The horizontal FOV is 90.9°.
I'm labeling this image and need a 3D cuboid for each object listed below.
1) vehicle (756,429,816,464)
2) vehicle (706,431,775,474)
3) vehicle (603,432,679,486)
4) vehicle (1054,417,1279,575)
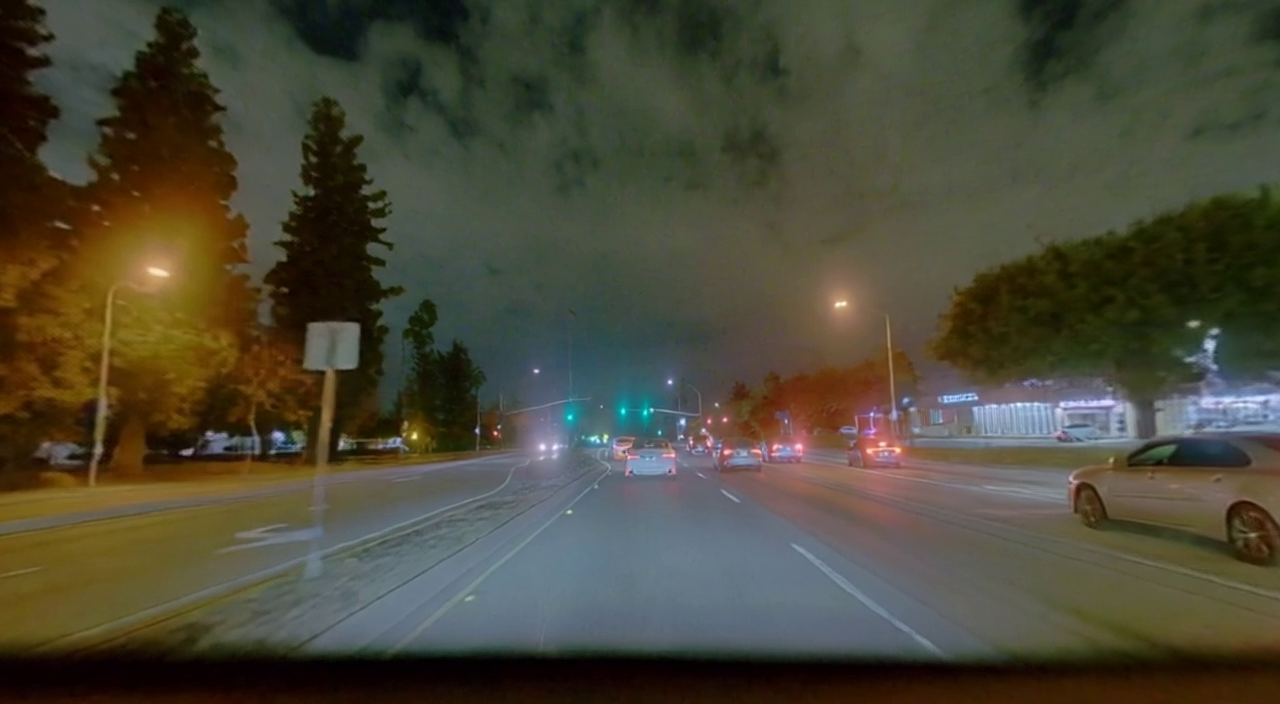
[{"bbox_3d":[7.573,4.941,33.124,2.044,1.701,4.397,0,-8,0],"label":"vehicle"},{"bbox_3d":[3.787,3.875,24.520,1.988,1.528,4.144,0,-8,0],"label":"vehicle"},{"bbox_3d":[0.064,3.215,19.283,2.096,1.473,3.893,0,-8,1],"label":"vehicle"},{"bbox_3d":[7.189,1.561,7.262,1.892,1.515,4.400,0,-8,1],"label":"vehicle"}]
